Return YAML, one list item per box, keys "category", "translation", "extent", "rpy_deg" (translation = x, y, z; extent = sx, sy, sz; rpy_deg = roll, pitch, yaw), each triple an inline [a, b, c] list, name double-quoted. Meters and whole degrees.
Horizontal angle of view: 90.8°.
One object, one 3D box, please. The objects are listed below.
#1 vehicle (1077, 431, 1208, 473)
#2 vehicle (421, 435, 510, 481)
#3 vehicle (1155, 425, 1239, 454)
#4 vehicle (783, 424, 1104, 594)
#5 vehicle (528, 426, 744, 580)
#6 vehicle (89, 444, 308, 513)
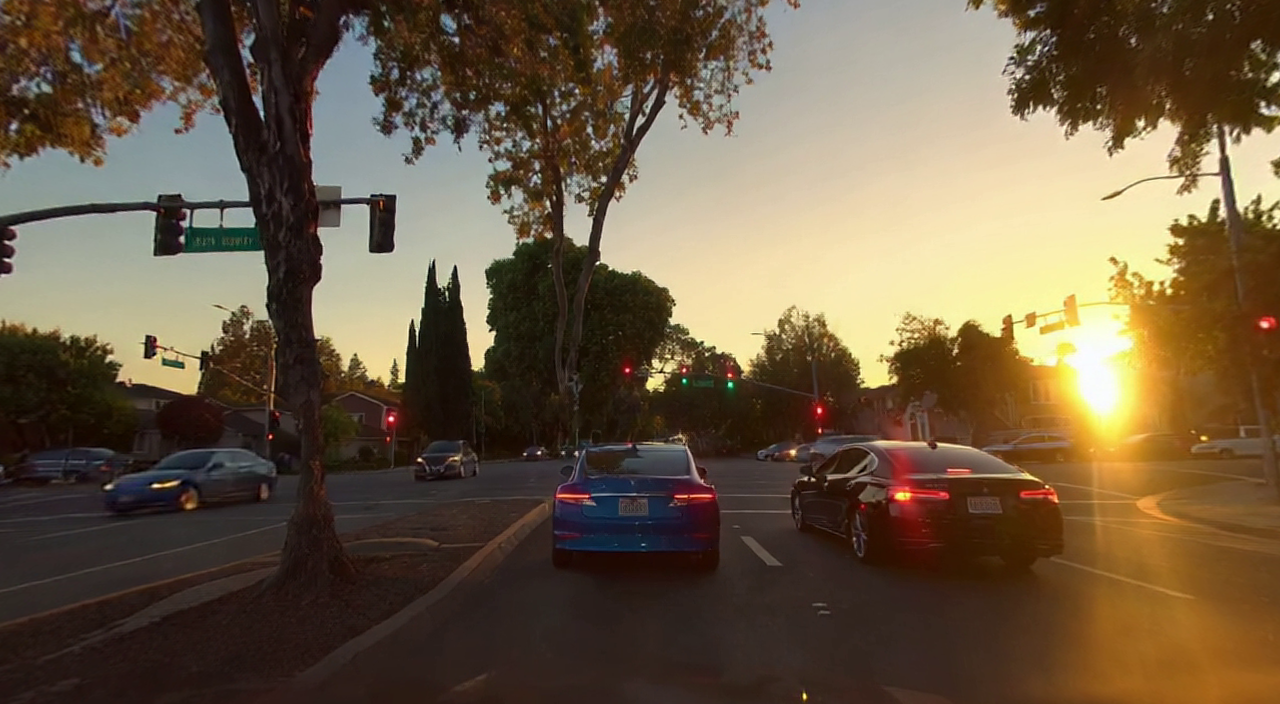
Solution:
- category: "vehicle"
  translation: [23.988, 4.774, 30.286]
  extent: [4.520, 1.762, 2.005]
  rpy_deg: [-1, -8, -1]
- category: "vehicle"
  translation: [-7.441, 4.580, 27.608]
  extent: [2.383, 1.779, 4.973]
  rpy_deg: [0, -8, 1]
- category: "vehicle"
  translation: [41.703, 6.580, 47.336]
  extent: [4.388, 2.079, 1.960]
  rpy_deg: [0, -8, -3]
- category: "vehicle"
  translation: [3.187, 1.714, 7.764]
  extent: [1.913, 1.505, 4.097]
  rpy_deg: [0, -8, 0]
- category: "vehicle"
  translation: [-0.054, 1.779, 8.262]
  extent: [2.103, 1.478, 4.073]
  rpy_deg: [0, -8, -1]
- category: "vehicle"
  translation: [-11.423, 3.265, 16.973]
  extent: [2.102, 1.531, 5.072]
  rpy_deg: [-1, -9, 2]
